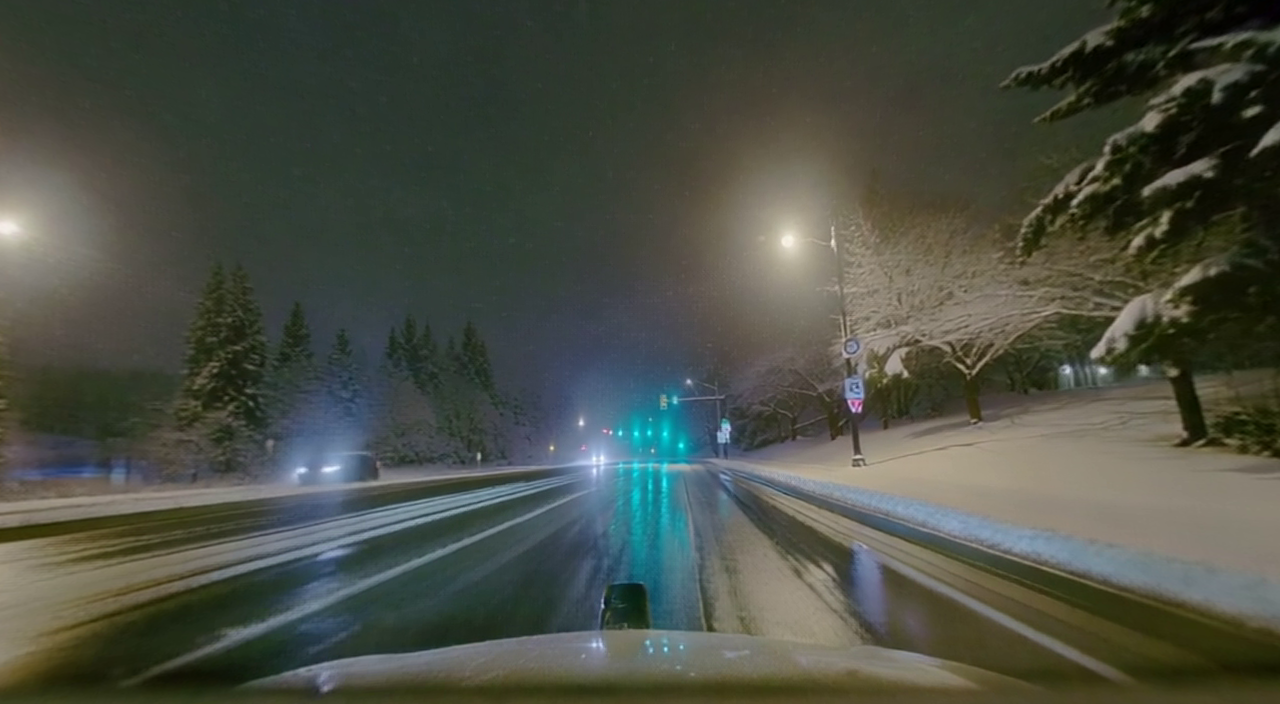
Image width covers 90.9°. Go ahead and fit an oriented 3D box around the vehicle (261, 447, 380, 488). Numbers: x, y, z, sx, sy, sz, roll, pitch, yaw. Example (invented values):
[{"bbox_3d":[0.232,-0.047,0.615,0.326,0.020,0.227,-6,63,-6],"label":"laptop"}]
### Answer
[{"bbox_3d":[-12.719,4.608,25.513,2.240,1.452,4.518,-1,-8,4],"label":"vehicle"}]
